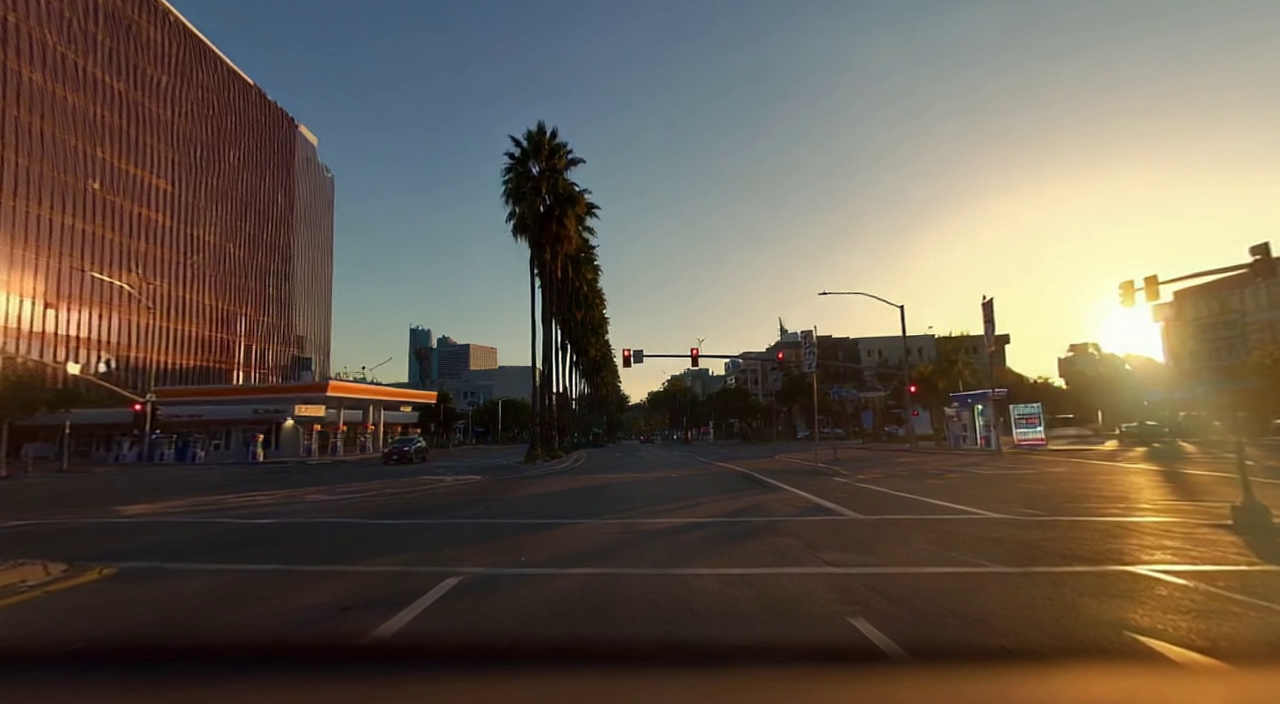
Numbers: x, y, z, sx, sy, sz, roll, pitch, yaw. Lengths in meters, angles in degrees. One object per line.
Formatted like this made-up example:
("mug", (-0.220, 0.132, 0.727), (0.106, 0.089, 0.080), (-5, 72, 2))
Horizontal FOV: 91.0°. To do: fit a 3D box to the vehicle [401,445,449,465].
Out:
("vehicle", (-16.377, 7.867, 48.137), (2.033, 1.467, 4.504), (0, -8, 0))
